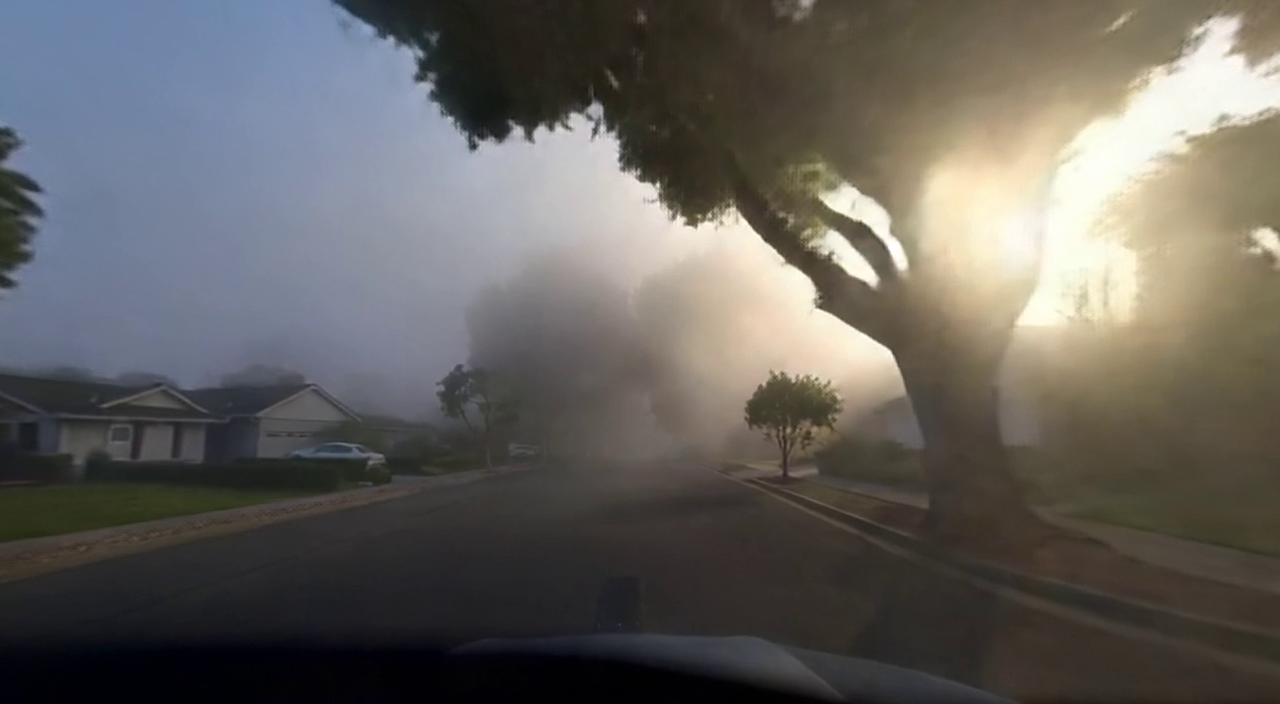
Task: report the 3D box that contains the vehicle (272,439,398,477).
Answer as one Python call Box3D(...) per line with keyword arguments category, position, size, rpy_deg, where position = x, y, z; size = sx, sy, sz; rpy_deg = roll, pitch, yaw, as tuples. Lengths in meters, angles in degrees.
Box3D(category="vehicle", position=(-14.092, 4.898, 29.259), size=(4.850, 1.676, 1.920), rpy_deg=(-1, -9, 3))
